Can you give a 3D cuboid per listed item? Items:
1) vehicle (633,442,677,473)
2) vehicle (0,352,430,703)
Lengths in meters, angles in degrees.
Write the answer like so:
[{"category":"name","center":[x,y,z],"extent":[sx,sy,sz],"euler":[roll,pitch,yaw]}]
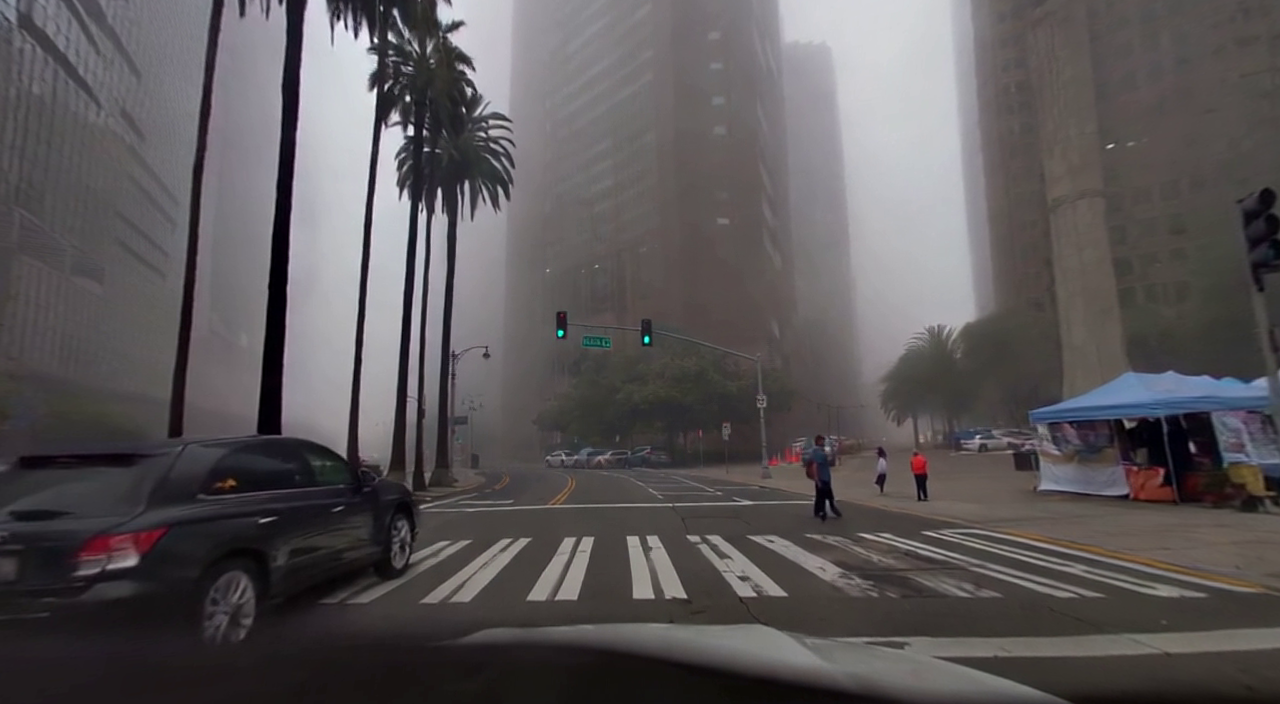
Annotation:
[{"category":"vehicle","center":[1.001,7.644,45.945],"extent":[2.322,2.071,5.366],"euler":[1,-9,-9]},{"category":"vehicle","center":[-3.298,1.175,4.565],"extent":[1.948,1.674,4.668],"euler":[0,-9,0]}]
